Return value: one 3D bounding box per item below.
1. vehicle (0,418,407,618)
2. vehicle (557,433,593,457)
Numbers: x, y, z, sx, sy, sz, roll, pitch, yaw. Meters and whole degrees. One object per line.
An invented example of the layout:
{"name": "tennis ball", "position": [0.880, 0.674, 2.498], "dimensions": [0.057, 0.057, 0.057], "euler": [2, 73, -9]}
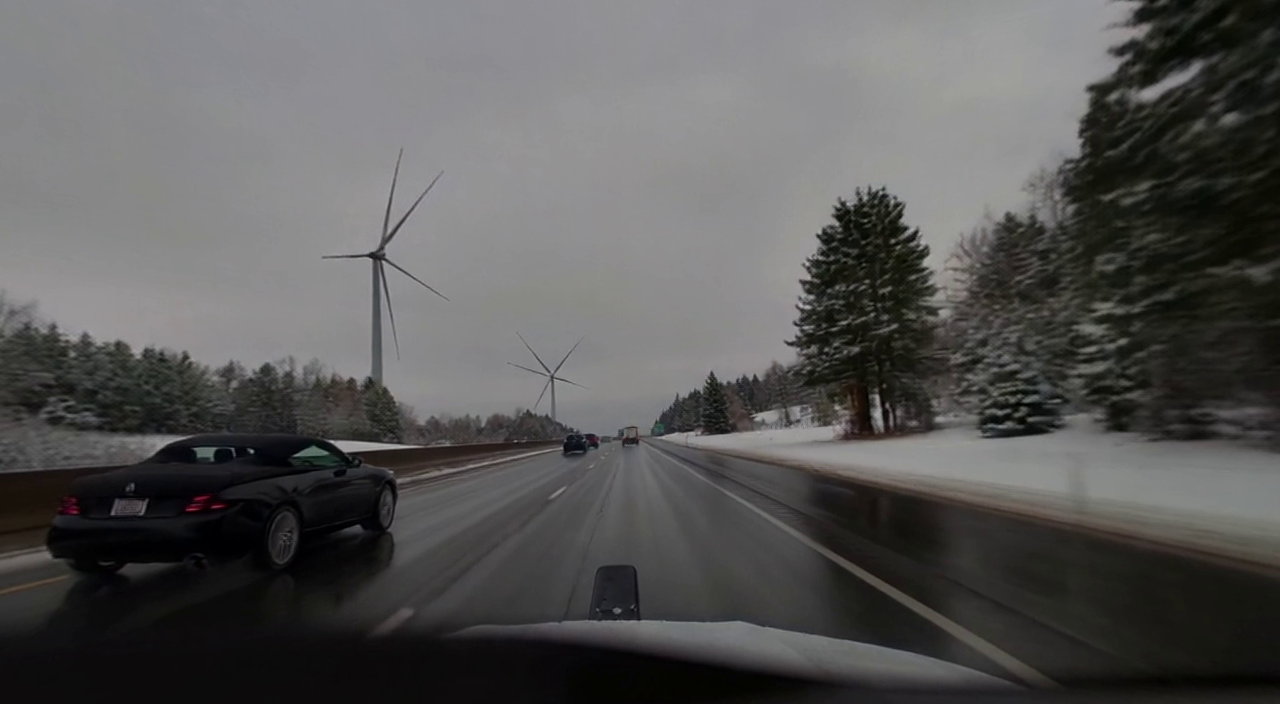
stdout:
{"name": "vehicle", "position": [-4.204, 1.469, 6.642], "dimensions": [1.969, 1.413, 4.194], "euler": [0, -8, -1]}
{"name": "vehicle", "position": [-4.137, 6.005, 40.646], "dimensions": [2.024, 1.456, 3.754], "euler": [0, -8, -1]}
